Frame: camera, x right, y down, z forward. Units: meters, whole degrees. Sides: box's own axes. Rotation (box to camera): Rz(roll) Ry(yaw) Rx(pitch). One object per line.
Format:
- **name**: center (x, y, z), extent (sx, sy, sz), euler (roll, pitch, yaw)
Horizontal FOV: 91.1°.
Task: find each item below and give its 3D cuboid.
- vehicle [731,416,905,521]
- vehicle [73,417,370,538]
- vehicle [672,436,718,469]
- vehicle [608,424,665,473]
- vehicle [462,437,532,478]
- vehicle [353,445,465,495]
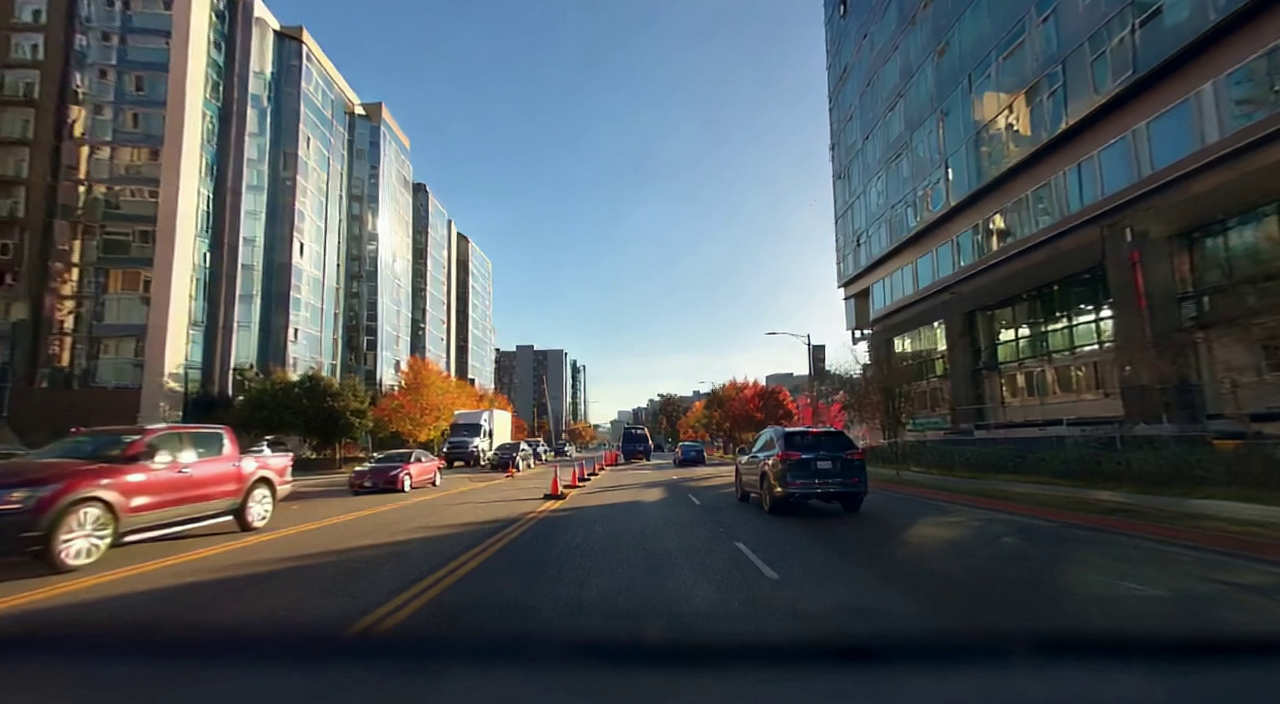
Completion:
- **vehicle**: center (3.549, 2.459, 13.880), extent (2.120, 1.828, 5.531), euler (0, -8, -1)
- **vehicle**: center (-7.614, 2.328, 12.310), extent (2.448, 1.871, 4.820), euler (0, -8, 0)
- **vehicle**: center (3.245, 6.064, 38.122), extent (2.187, 1.835, 5.471), euler (0, -8, -1)
- **vehicle**: center (-0.240, 5.200, 33.935), extent (2.762, 2.309, 6.723), euler (0, -9, -1)
- **vehicle**: center (-7.156, 5.312, 31.971), extent (2.437, 1.820, 4.827), euler (-2, -8, 0)
- **vehicle**: center (-7.558, 3.876, 21.104), extent (1.881, 1.485, 4.522), euler (0, -8, 2)
